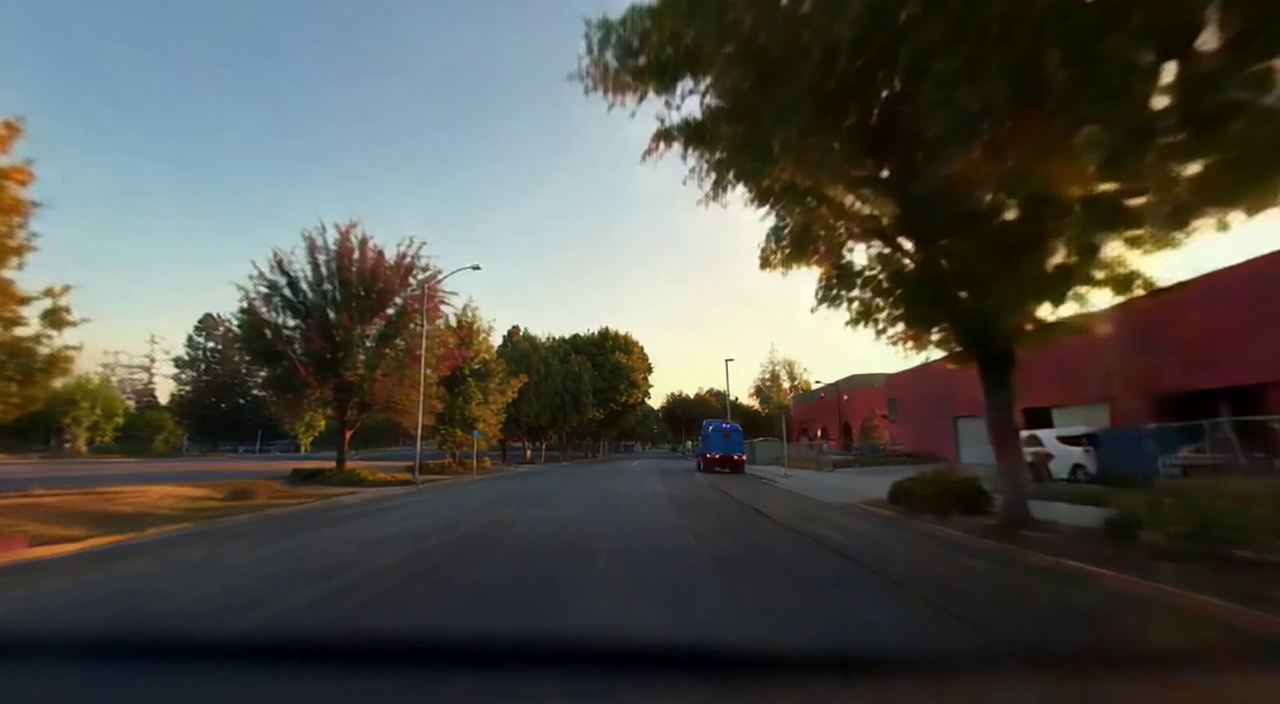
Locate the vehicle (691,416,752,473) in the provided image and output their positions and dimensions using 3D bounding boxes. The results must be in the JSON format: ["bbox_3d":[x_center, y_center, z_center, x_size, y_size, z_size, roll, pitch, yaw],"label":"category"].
[{"bbox_3d":[4.953,5.797,39.627,3.019,3.303,6.252,0,-8,0],"label":"vehicle"}]
